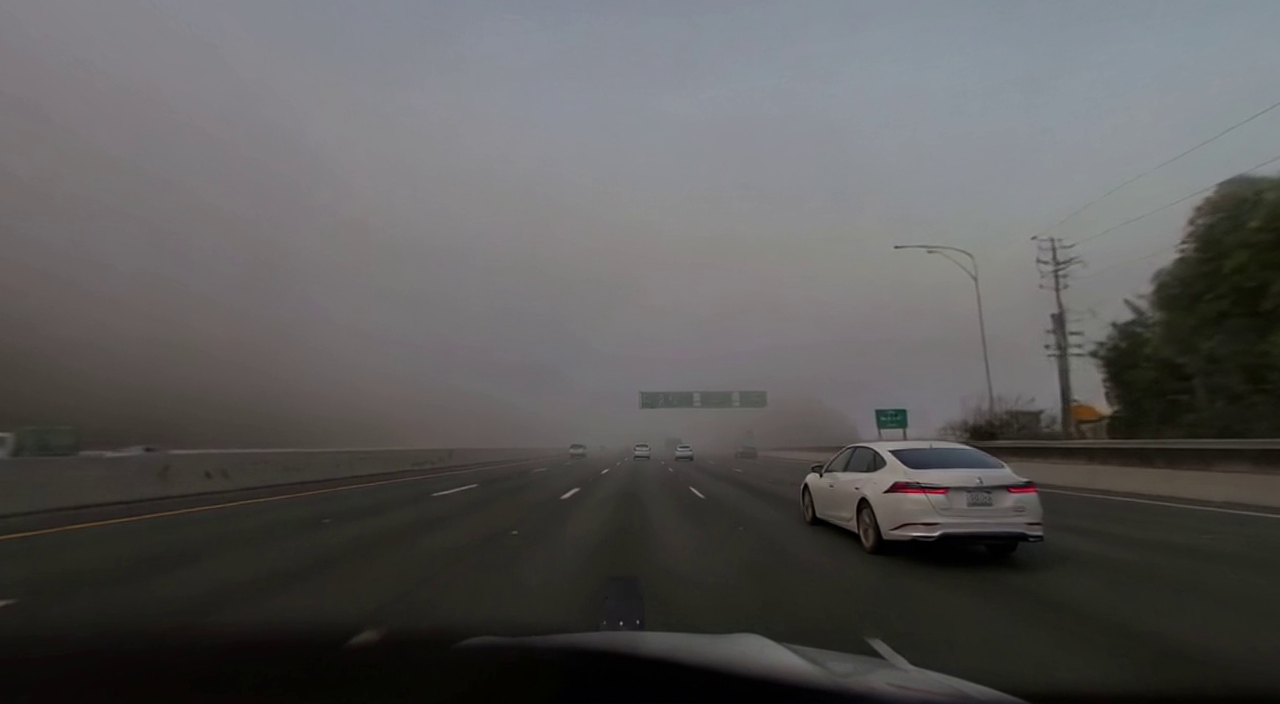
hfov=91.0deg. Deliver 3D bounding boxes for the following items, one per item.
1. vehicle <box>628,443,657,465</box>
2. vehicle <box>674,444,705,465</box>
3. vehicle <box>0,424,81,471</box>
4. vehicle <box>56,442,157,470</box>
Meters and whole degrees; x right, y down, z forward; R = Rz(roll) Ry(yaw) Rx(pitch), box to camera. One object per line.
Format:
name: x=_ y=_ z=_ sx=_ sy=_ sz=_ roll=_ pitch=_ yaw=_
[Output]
vehicle: x=0.167 y=7.583 z=46.839 sx=2.066 sy=1.562 sz=4.198 roll=0 pitch=-9 yaw=0
vehicle: x=3.800 y=7.905 z=48.726 sx=2.076 sy=1.506 sz=4.050 roll=0 pitch=-9 yaw=0
vehicle: x=-35.495 y=5.348 z=35.274 sx=2.723 sy=2.454 sz=5.915 roll=0 pitch=-9 yaw=2
vehicle: x=-31.806 y=6.191 z=37.763 sx=1.945 sy=1.577 sz=4.555 roll=0 pitch=-9 yaw=2
